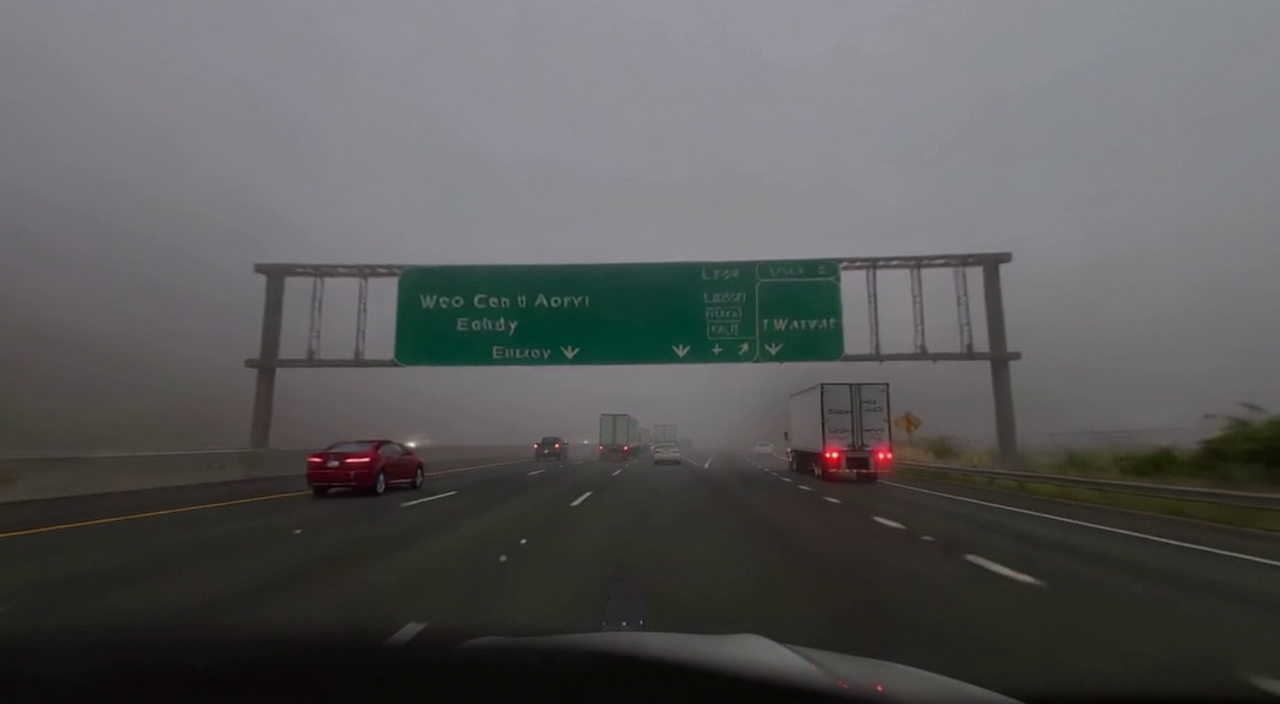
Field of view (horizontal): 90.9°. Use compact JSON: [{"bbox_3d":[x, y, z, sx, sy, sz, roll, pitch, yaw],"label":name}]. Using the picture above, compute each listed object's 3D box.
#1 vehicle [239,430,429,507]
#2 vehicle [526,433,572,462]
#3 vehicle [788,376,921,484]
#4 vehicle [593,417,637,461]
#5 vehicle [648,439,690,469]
[{"bbox_3d":[-6.738,2.612,14.626,1.950,1.485,4.589,0,-8,2],"label":"vehicle"},{"bbox_3d":[-6.265,6.657,44.065,2.272,1.850,5.156,0,-8,2],"label":"vehicle"},{"bbox_3d":[7.833,3.080,24.265,2.895,3.484,7.631,-1,-8,4],"label":"vehicle"},{"bbox_3d":[-1.824,6.810,49.278,2.745,3.156,7.608,0,-8,3],"label":"vehicle"},{"bbox_3d":[1.509,5.453,33.879,2.105,1.502,4.068,0,-8,1],"label":"vehicle"}]
